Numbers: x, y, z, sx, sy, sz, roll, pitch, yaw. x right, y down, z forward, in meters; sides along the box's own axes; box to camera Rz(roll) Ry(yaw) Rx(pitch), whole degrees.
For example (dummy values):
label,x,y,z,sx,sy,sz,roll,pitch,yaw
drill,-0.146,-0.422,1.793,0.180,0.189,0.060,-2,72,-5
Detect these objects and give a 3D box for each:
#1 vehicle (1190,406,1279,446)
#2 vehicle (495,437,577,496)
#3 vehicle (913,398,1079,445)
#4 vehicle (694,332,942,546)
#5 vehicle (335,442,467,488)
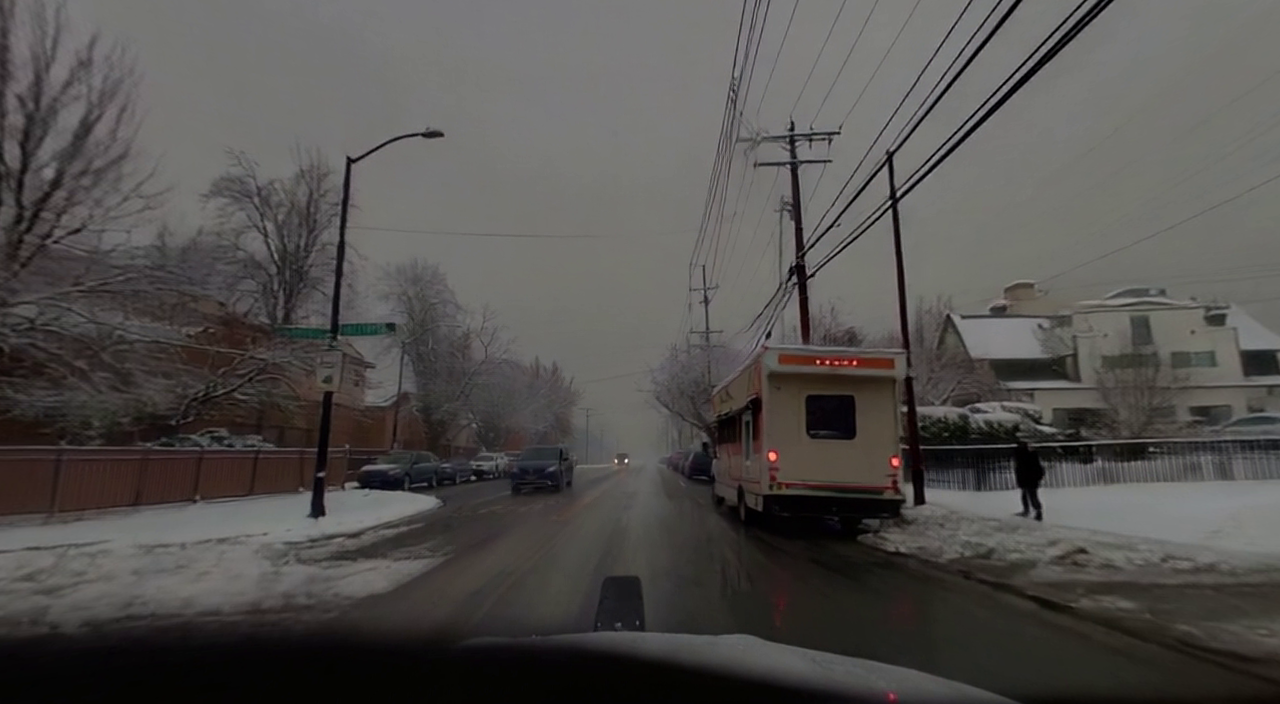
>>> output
label,x,y,z,sx,sy,sz,roll,pitch,yaw
vehicle,23.812,2.803,23.668,4.641,1.441,1.745,0,-8,2
vehicle,-3.283,3.704,20.835,1.952,1.708,4.096,0,-8,1
vehicle,11.570,2.313,20.738,4.396,1.459,1.749,0,-8,-1
vehicle,3.085,1.893,13.781,2.886,3.321,7.809,0,-8,-2
vehicle,-10.329,4.931,27.678,5.093,1.855,2.338,3,-10,-19
